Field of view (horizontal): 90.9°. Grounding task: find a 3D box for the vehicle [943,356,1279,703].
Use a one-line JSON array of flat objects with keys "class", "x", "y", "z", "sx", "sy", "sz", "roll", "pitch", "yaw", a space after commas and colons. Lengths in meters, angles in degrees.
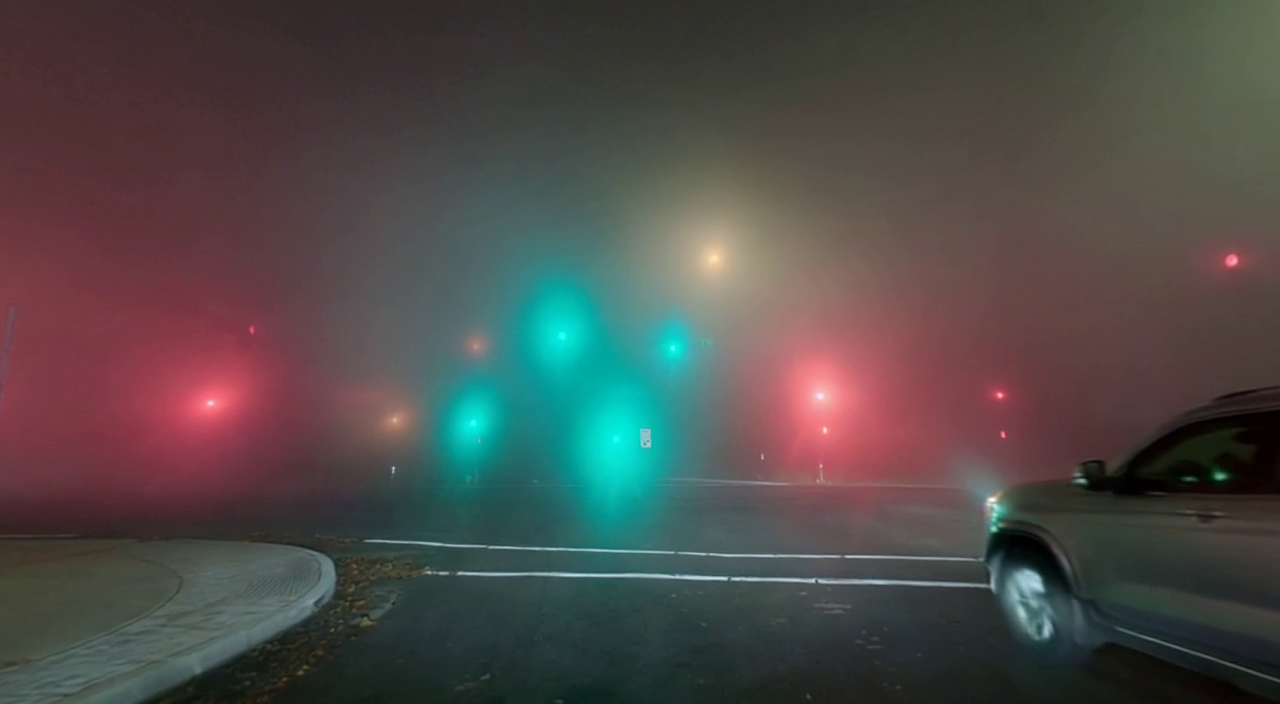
[{"class": "vehicle", "x": 3.138, "y": 0.888, "z": 2.439, "sx": 1.938, "sy": 1.648, "sz": 4.211, "roll": -1, "pitch": -8, "yaw": 2}]
